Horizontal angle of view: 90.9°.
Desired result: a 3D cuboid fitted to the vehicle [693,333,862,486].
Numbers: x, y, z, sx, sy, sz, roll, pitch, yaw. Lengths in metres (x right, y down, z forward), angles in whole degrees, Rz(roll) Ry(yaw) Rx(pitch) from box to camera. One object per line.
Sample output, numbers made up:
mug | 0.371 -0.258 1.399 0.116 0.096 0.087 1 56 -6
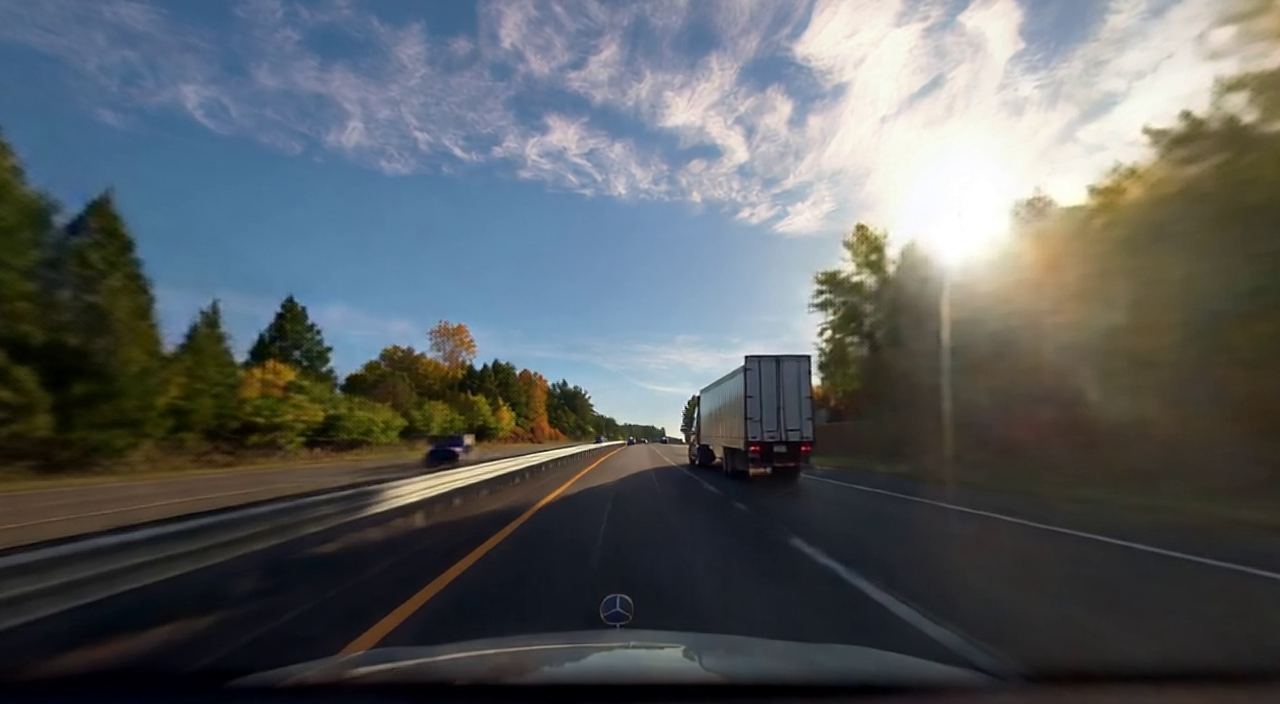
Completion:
vehicle | 4.172 2.396 23.528 2.951 4.007 13.976 0 -7 -1

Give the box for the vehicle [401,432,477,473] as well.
vehicle | -8.943 4.482 28.455 1.997 1.668 4.492 0 -8 0
